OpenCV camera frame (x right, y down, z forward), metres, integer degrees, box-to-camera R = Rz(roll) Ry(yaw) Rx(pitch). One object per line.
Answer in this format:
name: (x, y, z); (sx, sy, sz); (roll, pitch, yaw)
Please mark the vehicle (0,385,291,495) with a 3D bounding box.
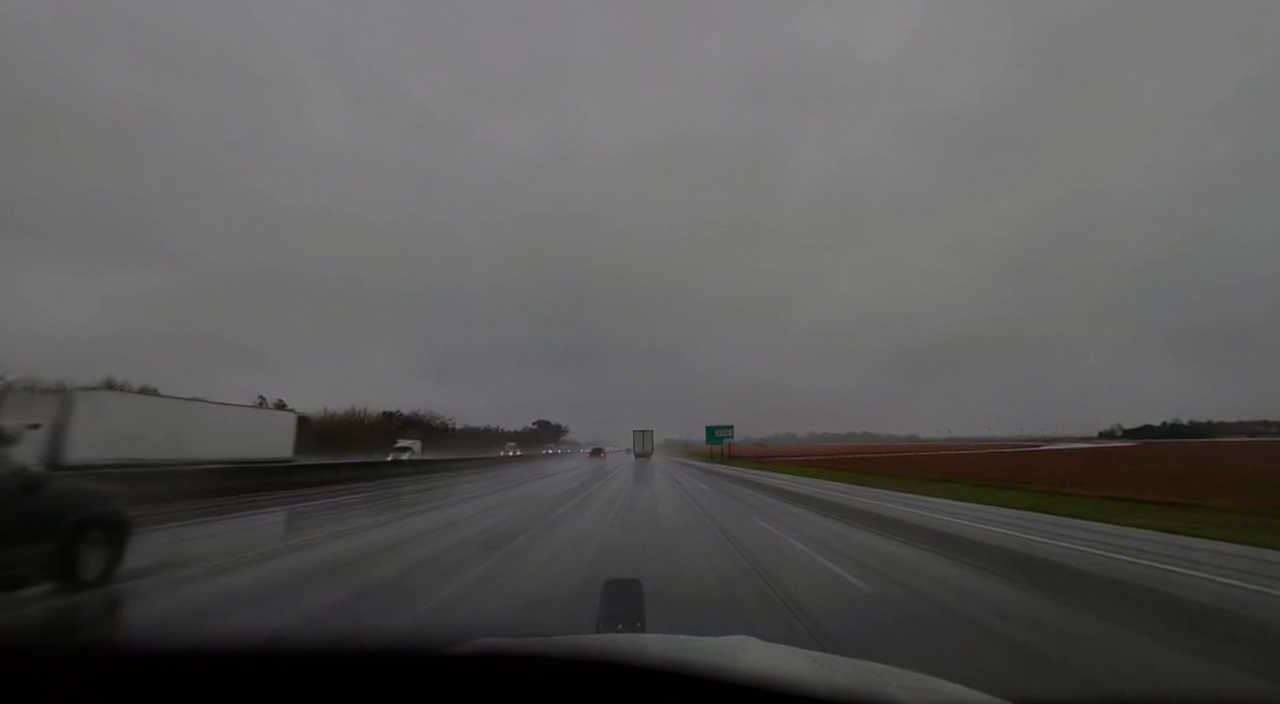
vehicle: (-22.807, 4.456, 30.996); (3.098, 4.119, 14.343); (0, -9, 0)
